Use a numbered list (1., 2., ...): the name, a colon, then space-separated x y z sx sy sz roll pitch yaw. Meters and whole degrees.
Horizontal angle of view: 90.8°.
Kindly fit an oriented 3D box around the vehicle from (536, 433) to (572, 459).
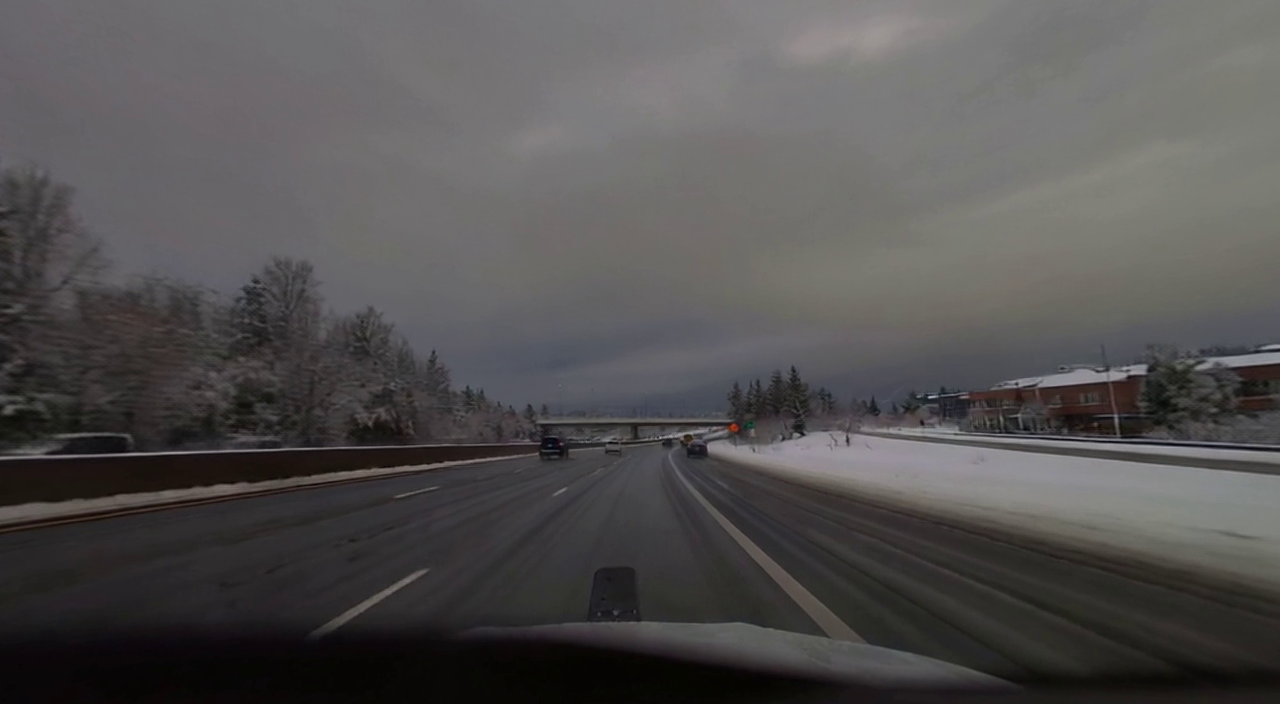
1. vehicle: -6.467 7.174 47.979 2.009 1.850 4.338 0 -9 2

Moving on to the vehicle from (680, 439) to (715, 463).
1. vehicle: 3.755 6.571 41.921 1.967 1.475 4.080 0 -9 1

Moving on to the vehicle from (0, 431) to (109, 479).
1. vehicle: -26.977 4.614 28.400 1.949 1.947 4.685 0 -9 1

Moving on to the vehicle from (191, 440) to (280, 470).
1. vehicle: -22.920 5.826 36.012 1.851 1.579 4.577 -1 -9 3
